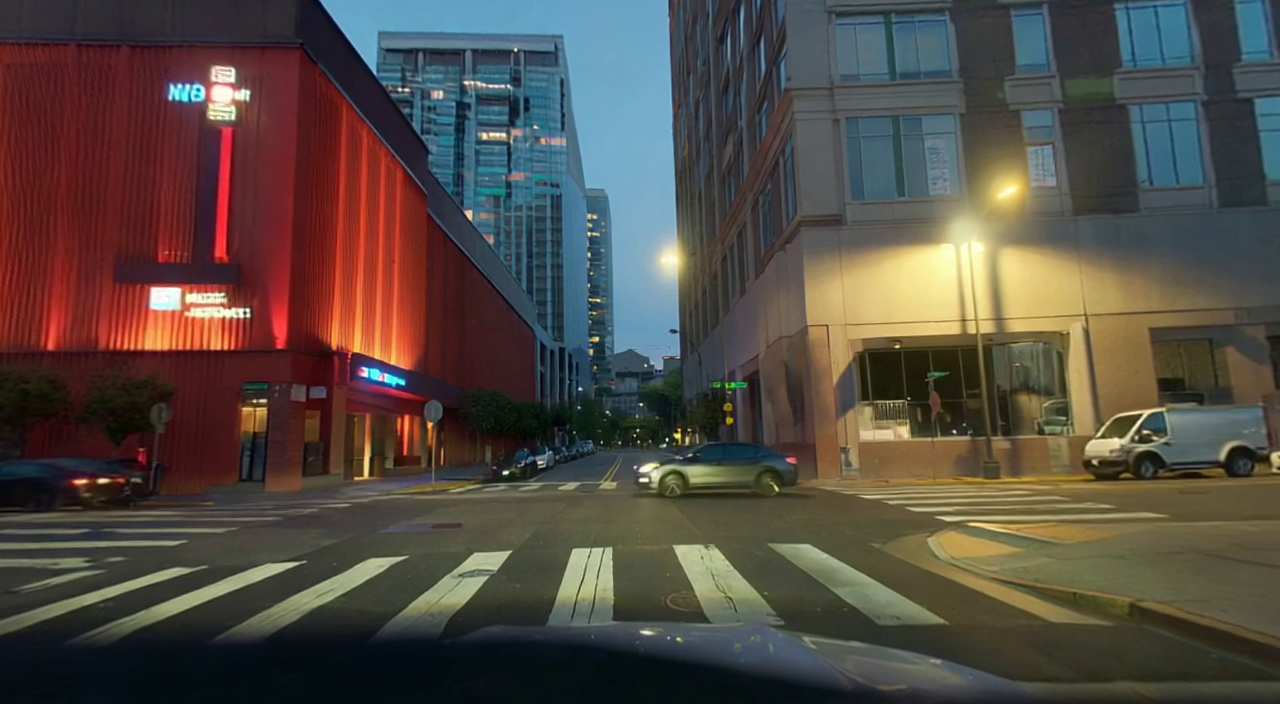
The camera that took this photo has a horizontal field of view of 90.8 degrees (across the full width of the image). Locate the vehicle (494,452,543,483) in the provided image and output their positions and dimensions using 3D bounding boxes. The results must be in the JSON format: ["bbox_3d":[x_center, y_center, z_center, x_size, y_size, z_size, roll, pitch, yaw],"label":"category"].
[{"bbox_3d":[-6.233,5.937,32.724,1.864,1.447,3.887,0,-9,-2],"label":"vehicle"}]

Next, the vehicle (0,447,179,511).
[{"bbox_3d":[-16.165,3.527,17.835,4.558,1.635,2.008,1,-9,-6],"label":"vehicle"}]

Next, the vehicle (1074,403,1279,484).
[{"bbox_3d":[18.514,3.121,21.684,5.384,2.586,2.358,0,-9,-1],"label":"vehicle"}]

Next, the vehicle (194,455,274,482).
[{"bbox_3d":[-24.322,6.984,37.917,3.618,1.412,1.587,-1,-9,-7],"label":"vehicle"}]

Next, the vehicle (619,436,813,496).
[{"bbox_3d":[1.963,3.071,17.234,4.877,1.482,2.041,1,-9,-7],"label":"vehicle"}]
